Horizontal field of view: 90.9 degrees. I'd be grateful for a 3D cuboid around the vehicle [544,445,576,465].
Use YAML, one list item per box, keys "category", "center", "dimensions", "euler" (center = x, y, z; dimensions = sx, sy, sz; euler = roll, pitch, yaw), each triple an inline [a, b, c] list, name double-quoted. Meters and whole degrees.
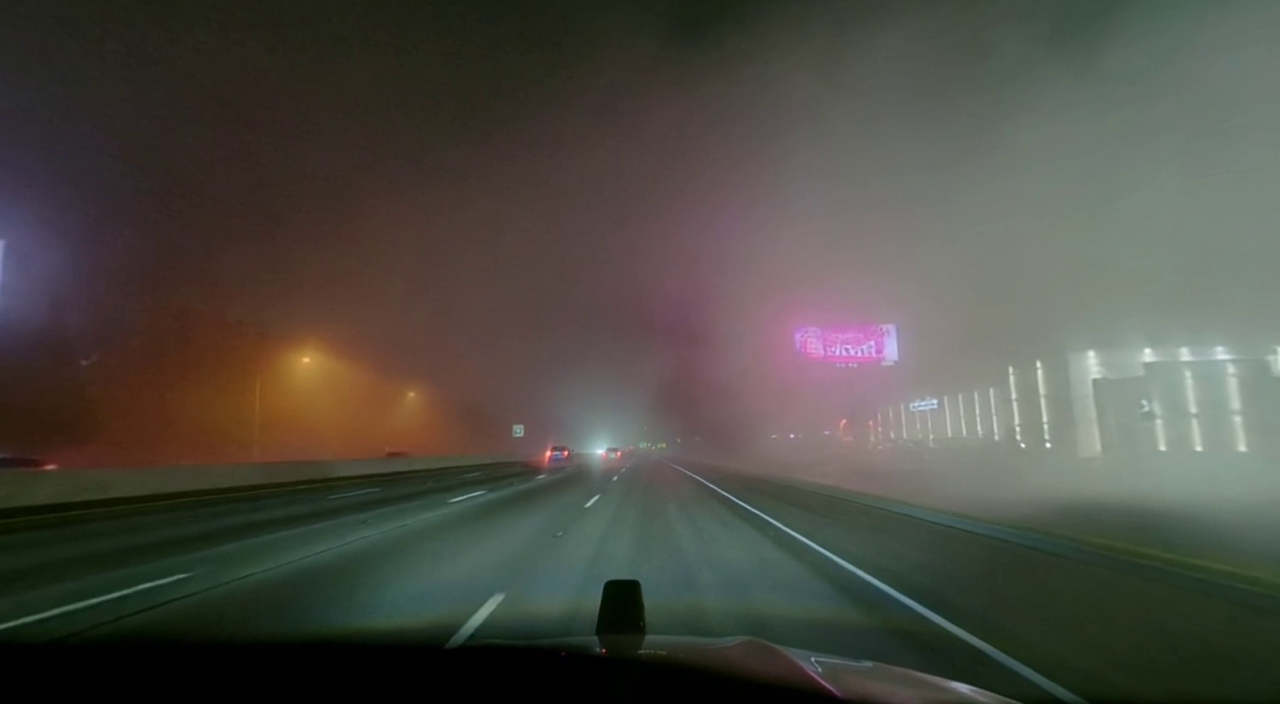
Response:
- category: "vehicle"
  center: [-6.230, 8.069, 49.489]
  dimensions: [1.936, 1.462, 4.388]
  euler: [0, -8, 1]
